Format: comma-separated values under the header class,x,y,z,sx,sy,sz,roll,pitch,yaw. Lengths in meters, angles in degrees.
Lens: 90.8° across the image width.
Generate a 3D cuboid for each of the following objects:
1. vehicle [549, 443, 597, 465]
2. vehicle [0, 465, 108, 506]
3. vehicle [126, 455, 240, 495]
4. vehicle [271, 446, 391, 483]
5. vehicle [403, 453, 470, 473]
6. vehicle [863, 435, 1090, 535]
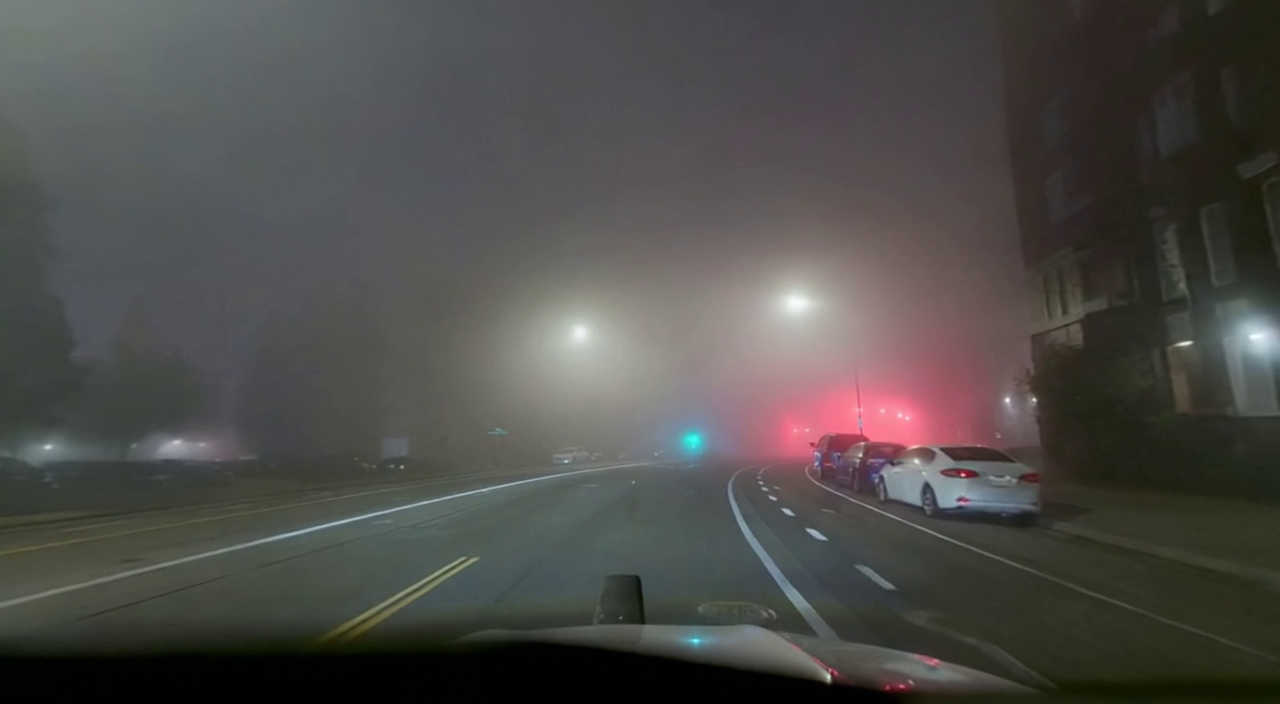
class,x,y,z,sx,sy,sz,roll,pitch,yaw
vehicle,-4.998,7.638,47.598,1.882,1.508,4.476,-3,-9,19
vehicle,-24.495,5.406,25.840,4.250,1.490,1.951,-3,-8,15
vehicle,-23.158,6.187,32.058,4.462,1.832,2.103,-2,-8,11
vehicle,-18.235,6.636,37.417,6.006,1.964,2.474,-1,-10,12
vehicle,-14.729,8.031,45.819,4.178,1.407,2.012,-2,-9,14
vehicle,6.025,2.392,12.194,2.077,1.502,4.902,-1,-8,6
